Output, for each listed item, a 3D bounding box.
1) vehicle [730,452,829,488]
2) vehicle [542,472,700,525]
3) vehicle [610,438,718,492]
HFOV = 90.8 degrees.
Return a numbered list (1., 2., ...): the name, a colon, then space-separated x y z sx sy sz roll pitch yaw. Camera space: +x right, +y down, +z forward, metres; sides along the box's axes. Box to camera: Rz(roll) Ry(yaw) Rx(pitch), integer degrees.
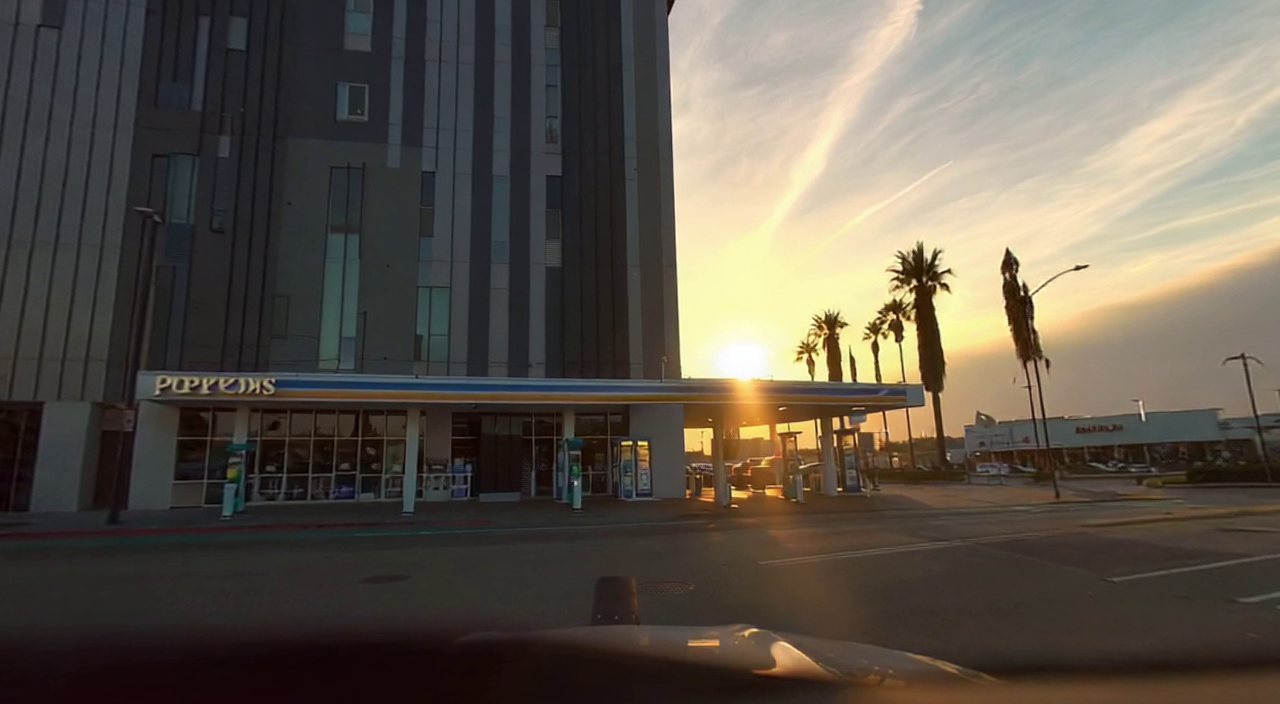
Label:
1. vehicle: 10.296 8.649 46.399 7.026 2.329 2.545 5 -7 -25
2. vehicle: -0.567 4.637 20.298 4.782 1.371 1.763 4 -10 -27
3. vehicle: 1.357 6.414 35.860 5.524 2.504 2.196 8 -8 -22
